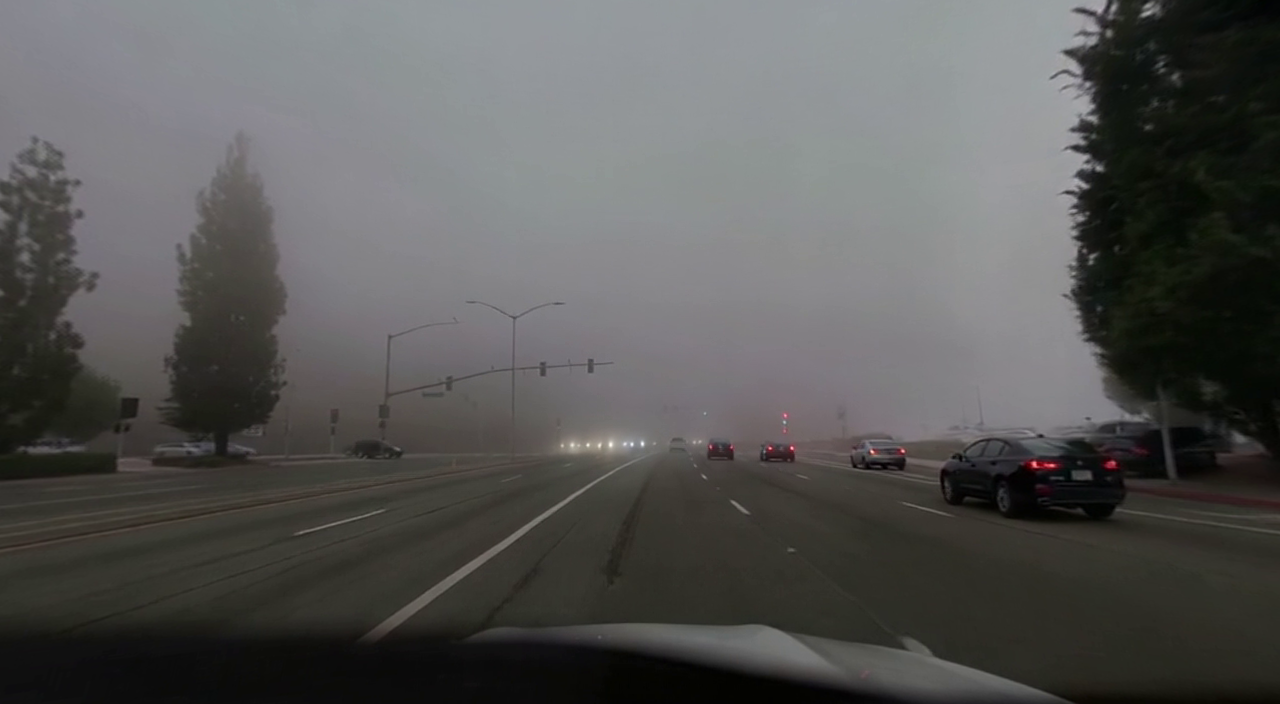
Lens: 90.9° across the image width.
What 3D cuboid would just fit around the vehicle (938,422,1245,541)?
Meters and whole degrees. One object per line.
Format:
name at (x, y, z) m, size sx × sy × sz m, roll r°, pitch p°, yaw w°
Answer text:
vehicle at (7.414, 2.133, 11.186) m, size 2.051 × 1.620 × 4.702 m, roll -1°, pitch -8°, yaw 2°

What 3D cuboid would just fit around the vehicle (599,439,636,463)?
vehicle at (-1.423, 6.587, 41.992) m, size 1.958 × 1.542 × 4.175 m, roll -1°, pitch -8°, yaw 5°

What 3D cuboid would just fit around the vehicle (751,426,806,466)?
vehicle at (8.086, 5.590, 37.451) m, size 2.186 × 2.202 × 5.426 m, roll 0°, pitch -8°, yaw 2°

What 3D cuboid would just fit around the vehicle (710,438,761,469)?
vehicle at (5.239, 5.649, 35.234) m, size 2.292 × 1.563 × 4.734 m, roll 0°, pitch -8°, yaw 2°
